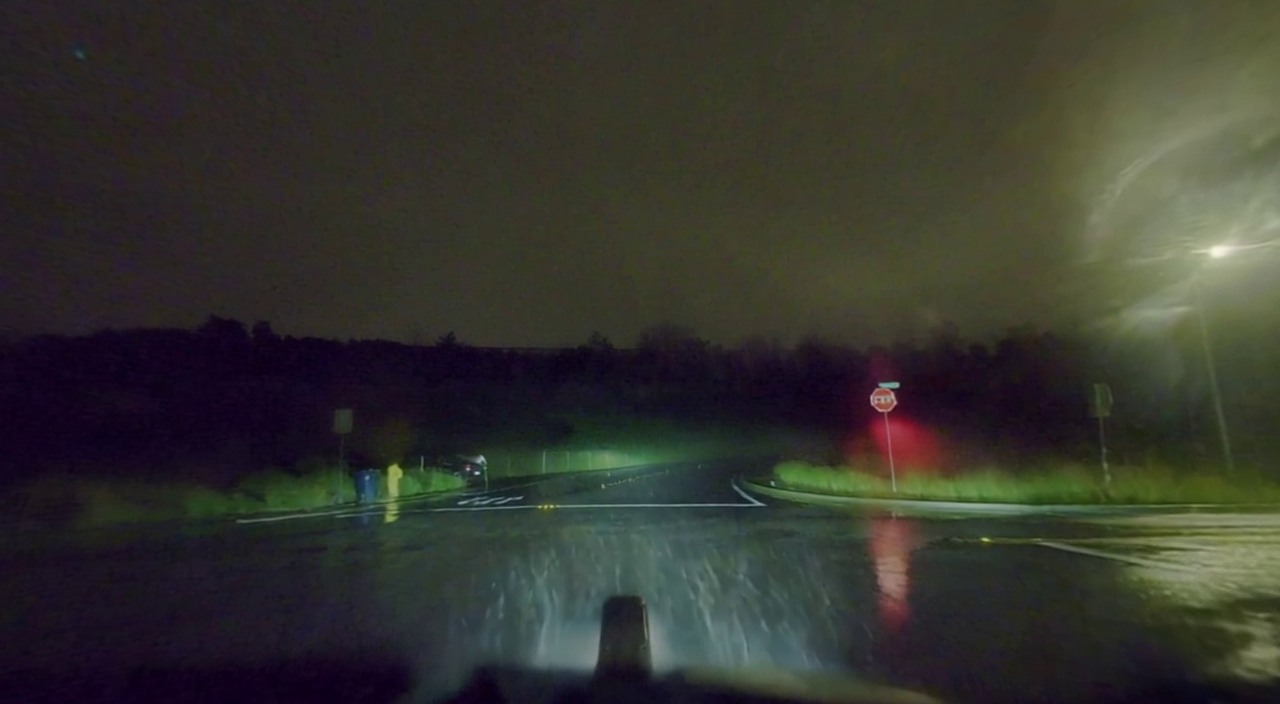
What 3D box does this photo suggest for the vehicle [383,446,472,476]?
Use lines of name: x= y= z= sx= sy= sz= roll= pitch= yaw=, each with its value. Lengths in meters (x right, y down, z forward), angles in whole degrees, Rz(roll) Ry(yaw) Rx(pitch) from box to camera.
vehicle: x=-12.743 y=6.560 z=37.928 sx=4.590 sy=1.735 sz=1.973 roll=-1 pitch=-9 yaw=3
